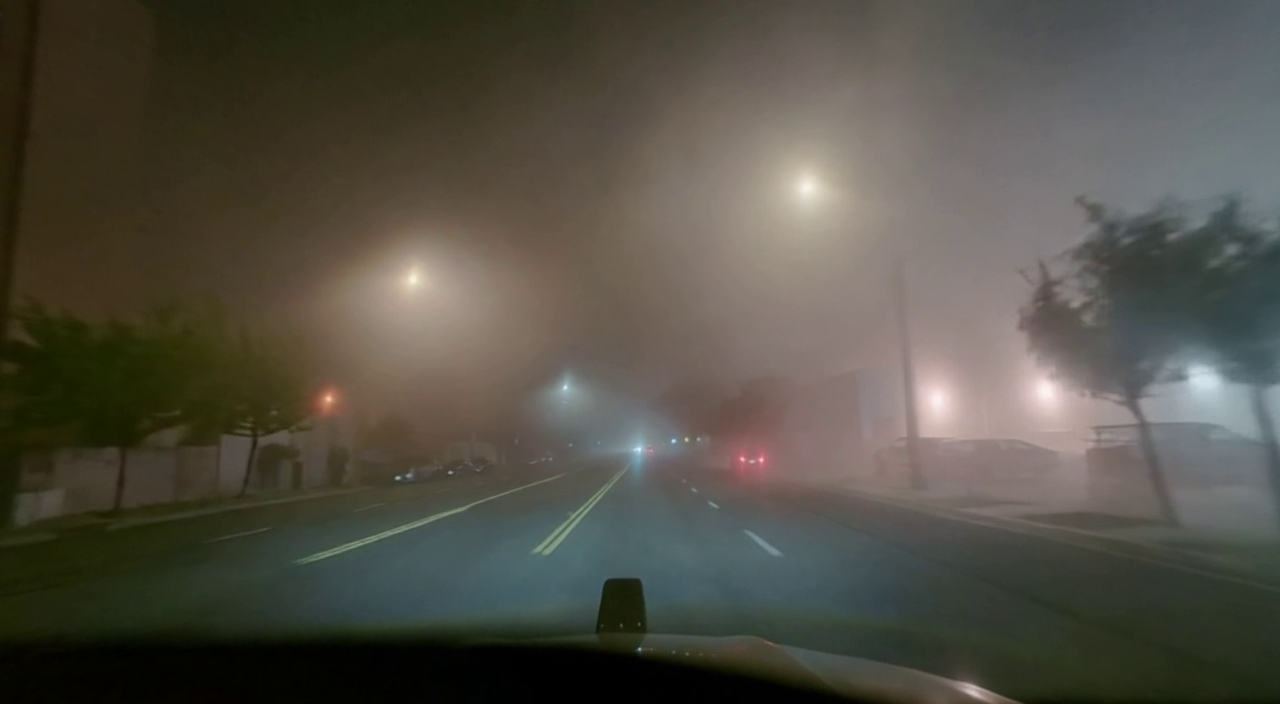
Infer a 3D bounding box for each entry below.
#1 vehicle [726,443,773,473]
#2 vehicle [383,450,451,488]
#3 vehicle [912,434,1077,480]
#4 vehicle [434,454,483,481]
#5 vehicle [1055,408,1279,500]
[{"bbox_3d":[6.826,6.654,39.630,2.078,1.766,5.474,0,-9,1],"label":"vehicle"},{"bbox_3d":[-11.821,6.204,33.591,1.979,1.759,4.435,-4,-9,1],"label":"vehicle"},{"bbox_3d":[13.059,3.899,23.410,4.833,1.554,2.085,-1,-9,2],"label":"vehicle"},{"bbox_3d":[-11.696,7.431,40.639,1.876,1.502,4.506,-3,-9,-1],"label":"vehicle"},{"bbox_3d":[13.031,2.364,14.670,5.015,1.934,2.150,-1,-9,3],"label":"vehicle"}]
